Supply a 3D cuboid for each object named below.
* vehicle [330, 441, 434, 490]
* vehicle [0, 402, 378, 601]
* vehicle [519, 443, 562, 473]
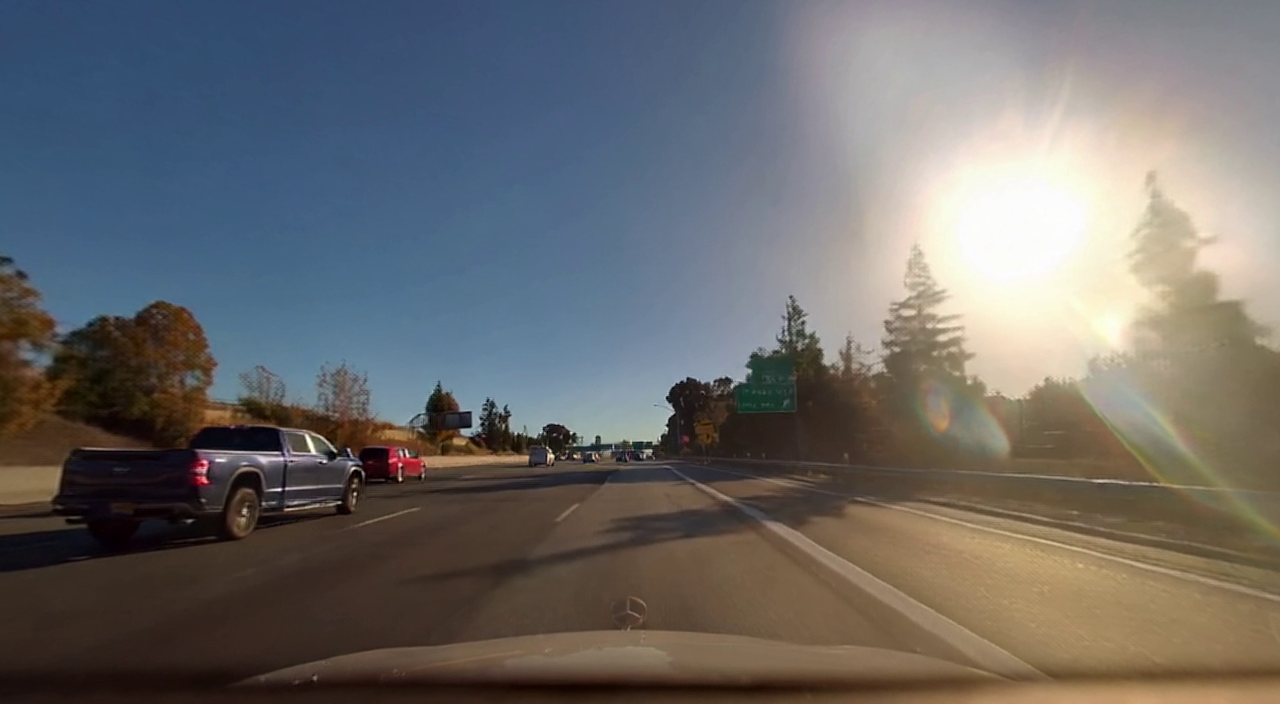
[{"bbox_3d":[-9.773,4.295,24.322,2.060,1.662,4.469,0,-8,1],"label":"vehicle"},{"bbox_3d":[-6.242,1.804,8.879,2.403,1.773,6.276,0,-8,0],"label":"vehicle"},{"bbox_3d":[-6.162,6.594,39.610,2.009,1.735,4.358,0,-8,0],"label":"vehicle"}]
